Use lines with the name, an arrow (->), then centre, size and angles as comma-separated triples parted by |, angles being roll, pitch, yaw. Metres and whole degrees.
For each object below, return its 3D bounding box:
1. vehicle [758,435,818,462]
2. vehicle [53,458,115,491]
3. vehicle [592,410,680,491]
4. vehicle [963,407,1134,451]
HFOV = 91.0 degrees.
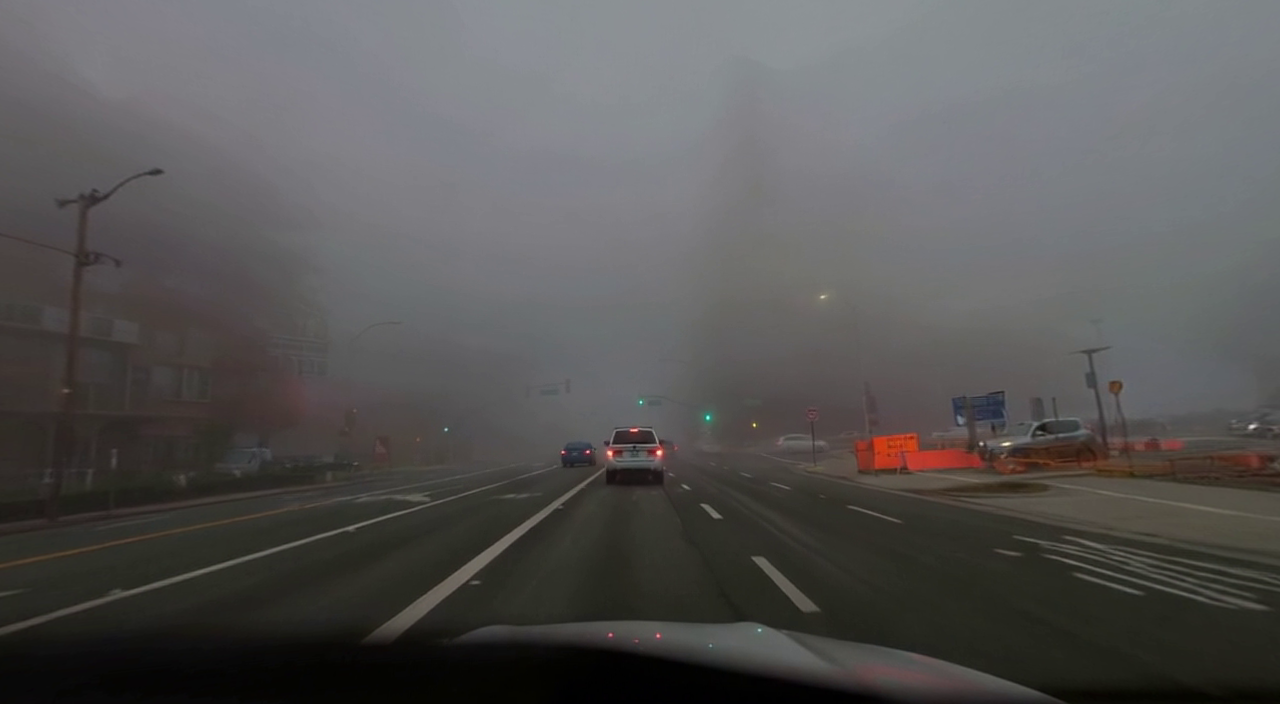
vehicle -> 9.034, 5.834, 38.221 | 2.145, 1.503, 4.267 | -6, -10, 33
vehicle -> -33.363, 7.285, 37.720 | 4.692, 1.720, 1.941 | -7, -11, 40
vehicle -> -0.220, 3.066, 19.763 | 2.350, 2.122, 5.801 | 0, -9, -2
vehicle -> 14.907, 2.899, 23.219 | 4.986, 1.467, 2.025 | -6, -10, 34
